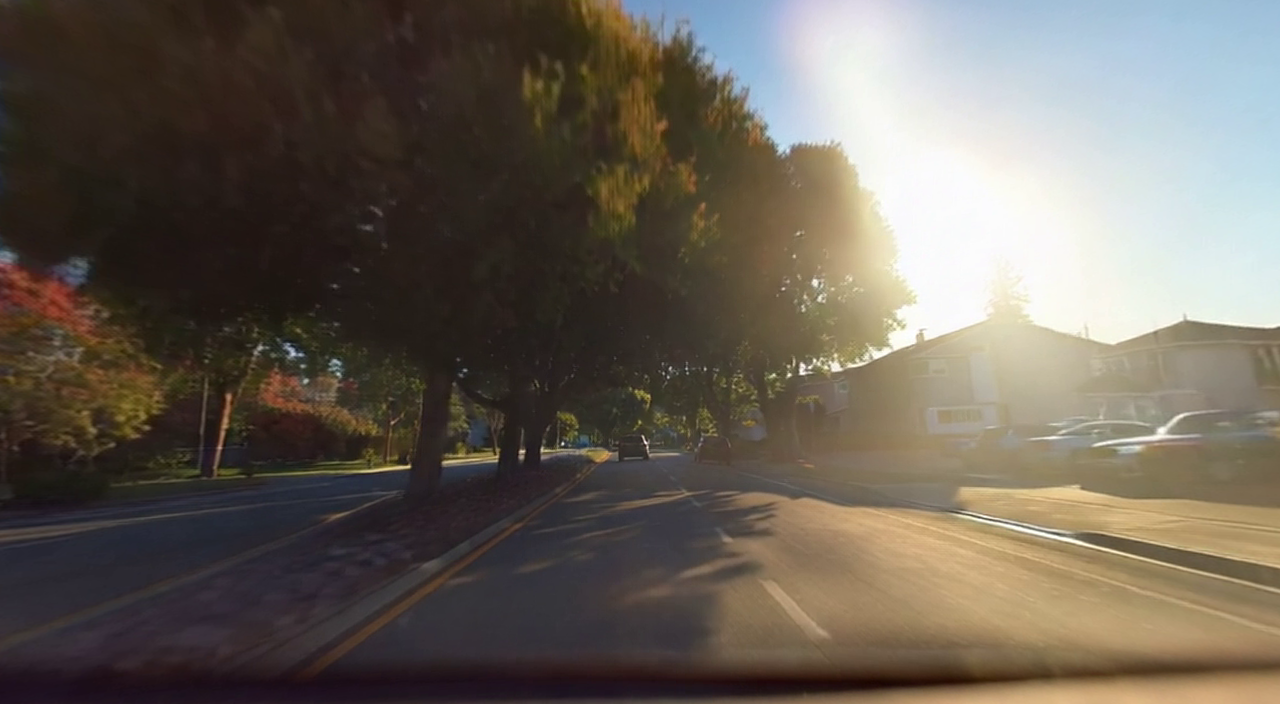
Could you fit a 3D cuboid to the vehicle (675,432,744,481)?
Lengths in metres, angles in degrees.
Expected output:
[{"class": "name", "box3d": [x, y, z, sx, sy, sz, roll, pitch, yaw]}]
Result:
[{"class": "vehicle", "box3d": [2.467, 3.832, 23.458, 2.003, 1.614, 4.072, 0, -8, -1]}]

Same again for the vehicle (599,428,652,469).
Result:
[{"class": "vehicle", "box3d": [-0.722, 4.874, 32.138, 2.488, 1.881, 4.814, 0, -8, -1]}]

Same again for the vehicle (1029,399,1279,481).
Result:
[{"class": "vehicle", "box3d": [11.300, 1.908, 13.610, 4.557, 1.509, 1.971, -8, -11, 43]}]
